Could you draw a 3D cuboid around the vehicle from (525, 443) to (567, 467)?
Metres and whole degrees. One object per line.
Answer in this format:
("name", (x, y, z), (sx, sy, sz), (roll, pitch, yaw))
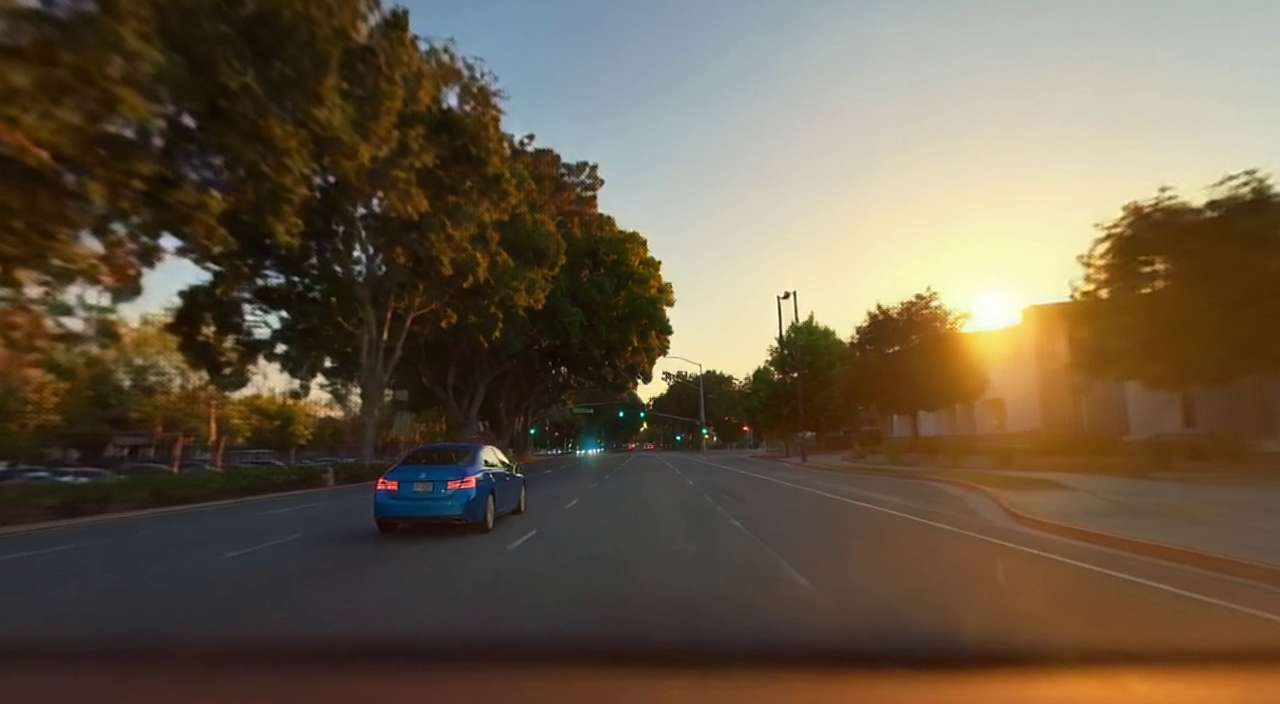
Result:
("vehicle", (-6.341, 6.999, 43.039), (2.027, 1.501, 4.707), (0, -9, 1))

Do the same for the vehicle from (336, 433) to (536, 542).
("vehicle", (-3.183, 2.214, 10.951), (1.924, 1.480, 4.421), (0, -9, 1))

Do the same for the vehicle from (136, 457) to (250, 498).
("vehicle", (-21.618, 6.046, 30.785), (1.960, 1.718, 4.826), (0, -9, 1))
